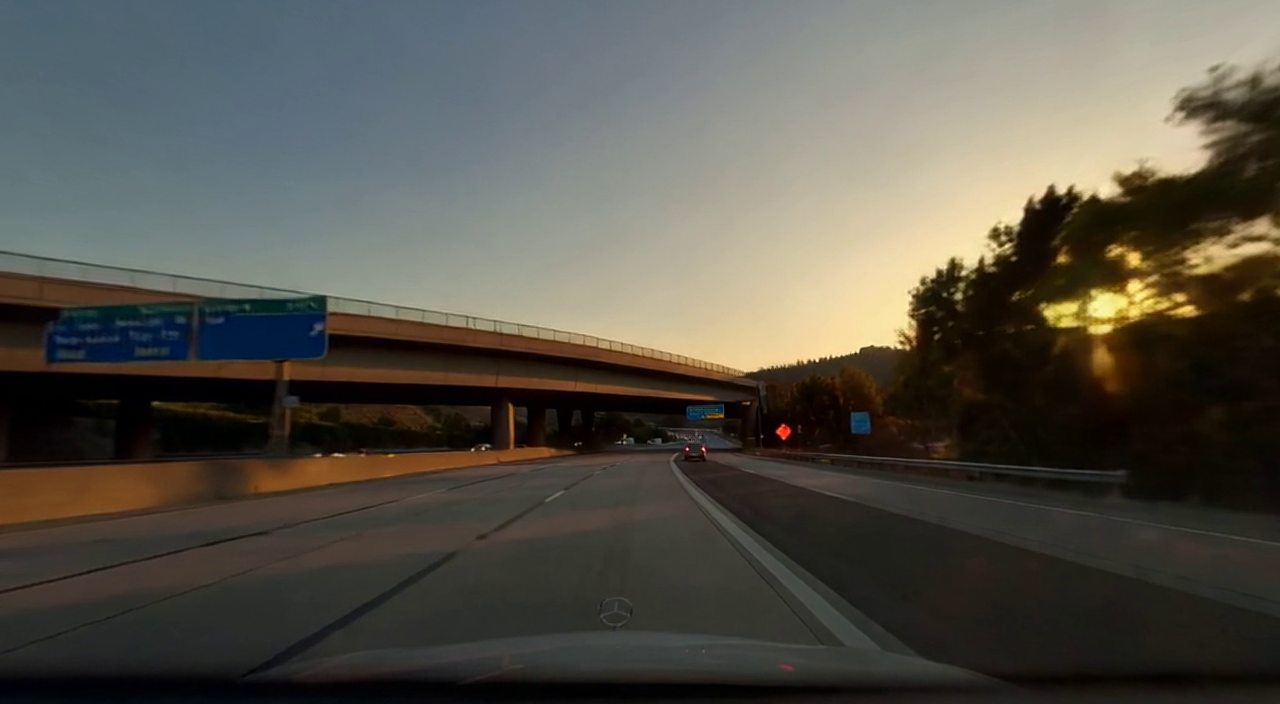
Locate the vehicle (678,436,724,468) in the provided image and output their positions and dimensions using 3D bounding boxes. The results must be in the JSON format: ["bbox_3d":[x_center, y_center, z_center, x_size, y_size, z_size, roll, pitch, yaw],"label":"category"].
[{"bbox_3d":[3.549,5.902,37.389,2.224,1.738,4.376,0,-9,-1],"label":"vehicle"}]
